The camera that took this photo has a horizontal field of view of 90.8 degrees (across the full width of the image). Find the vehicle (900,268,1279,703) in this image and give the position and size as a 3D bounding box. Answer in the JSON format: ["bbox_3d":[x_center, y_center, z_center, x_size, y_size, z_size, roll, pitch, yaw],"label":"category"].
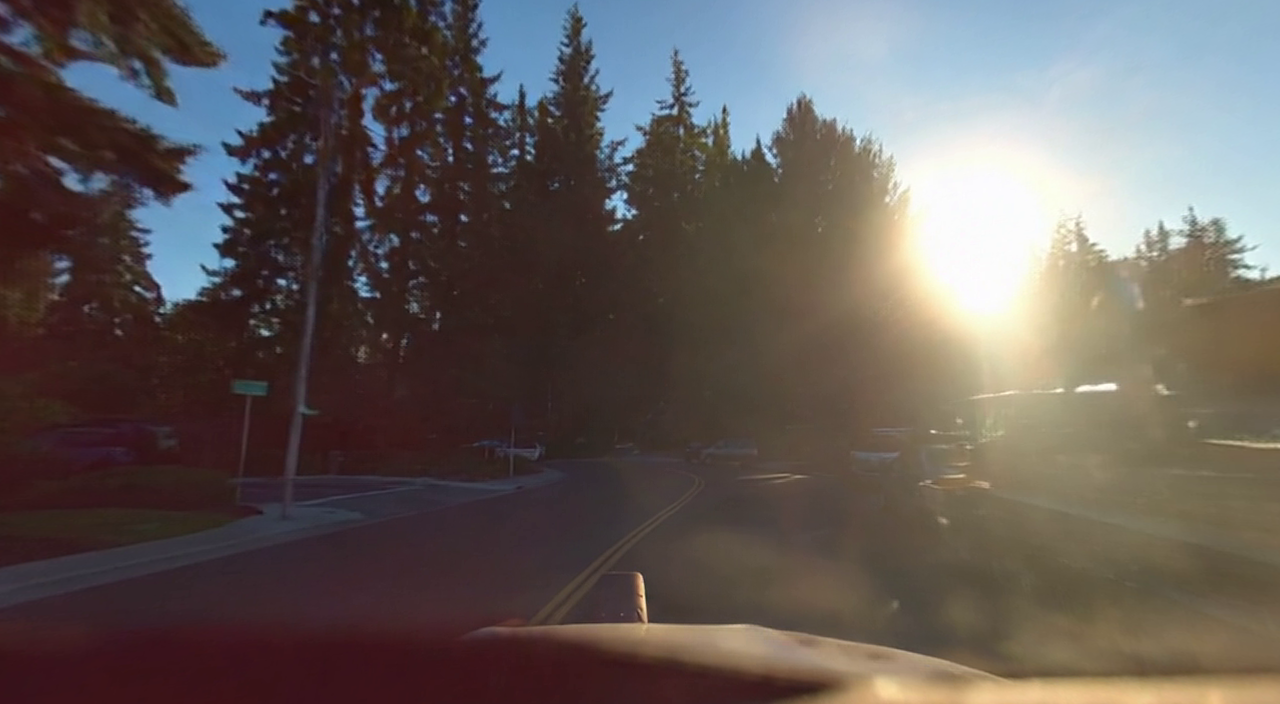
[{"bbox_3d":[4.080,0.925,3.797,2.874,2.021,7.293,-1,-9,8],"label":"vehicle"}]

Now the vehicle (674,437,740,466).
[{"bbox_3d":[4.662,7.102,45.379,2.511,1.904,6.143,3,-9,-16],"label":"vehicle"}]

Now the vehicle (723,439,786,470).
[{"bbox_3d":[6.683,6.062,37.426,1.967,1.698,4.649,2,-9,-12],"label":"vehicle"}]
